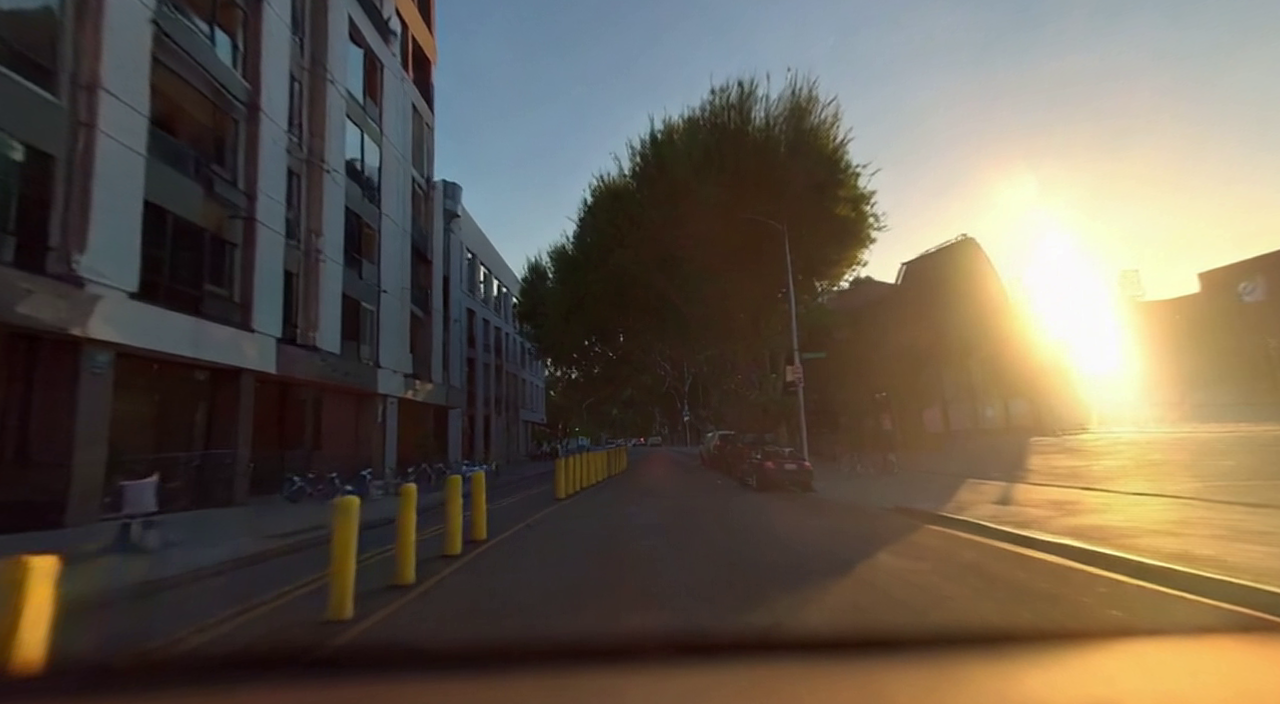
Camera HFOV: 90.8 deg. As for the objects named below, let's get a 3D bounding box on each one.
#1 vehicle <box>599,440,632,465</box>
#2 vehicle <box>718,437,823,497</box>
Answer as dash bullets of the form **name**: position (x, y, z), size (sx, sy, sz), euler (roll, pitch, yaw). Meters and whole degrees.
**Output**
- **vehicle**: position (-1.575, 6.615, 41.683), size (2.035, 1.506, 4.075), euler (-1, -8, -1)
- **vehicle**: position (3.601, 3.242, 18.287), size (2.020, 1.448, 4.220), euler (-1, -8, -1)
